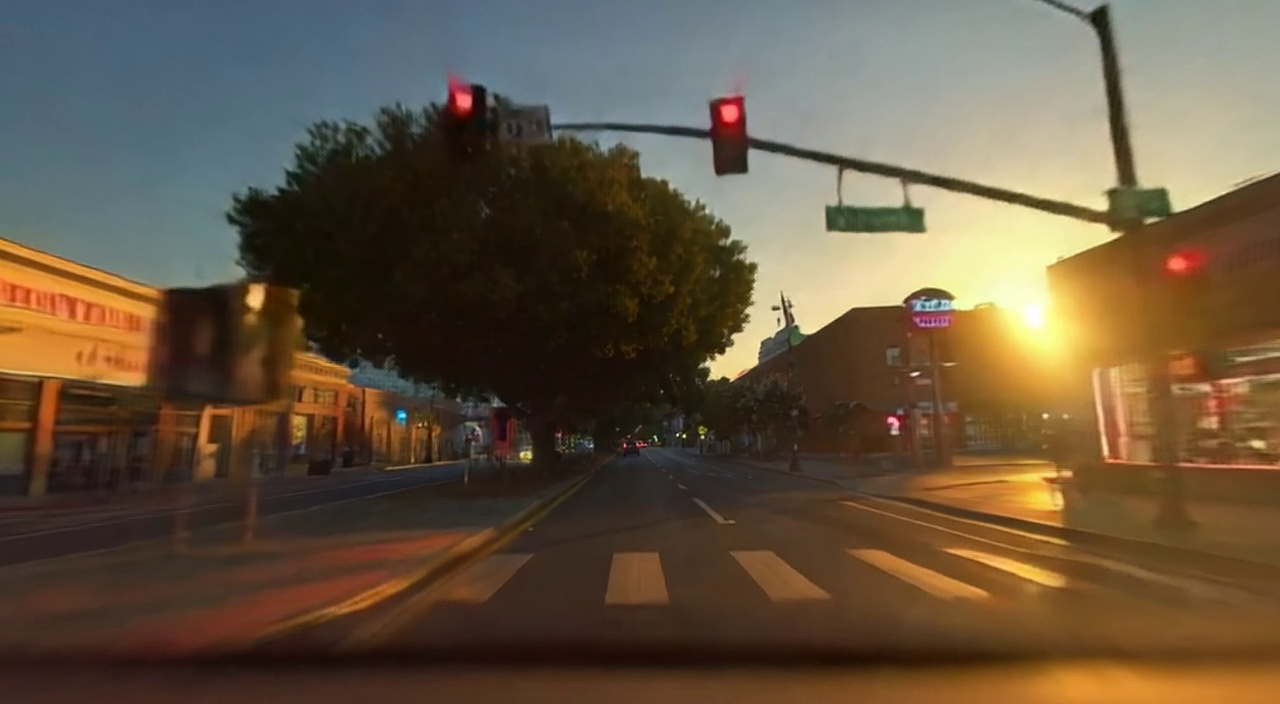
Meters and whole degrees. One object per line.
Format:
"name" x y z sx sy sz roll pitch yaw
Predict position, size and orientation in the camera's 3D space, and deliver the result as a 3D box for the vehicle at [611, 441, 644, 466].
"vehicle" -0.828 6.609 41.306 2.045 1.510 3.690 0 -9 -2
